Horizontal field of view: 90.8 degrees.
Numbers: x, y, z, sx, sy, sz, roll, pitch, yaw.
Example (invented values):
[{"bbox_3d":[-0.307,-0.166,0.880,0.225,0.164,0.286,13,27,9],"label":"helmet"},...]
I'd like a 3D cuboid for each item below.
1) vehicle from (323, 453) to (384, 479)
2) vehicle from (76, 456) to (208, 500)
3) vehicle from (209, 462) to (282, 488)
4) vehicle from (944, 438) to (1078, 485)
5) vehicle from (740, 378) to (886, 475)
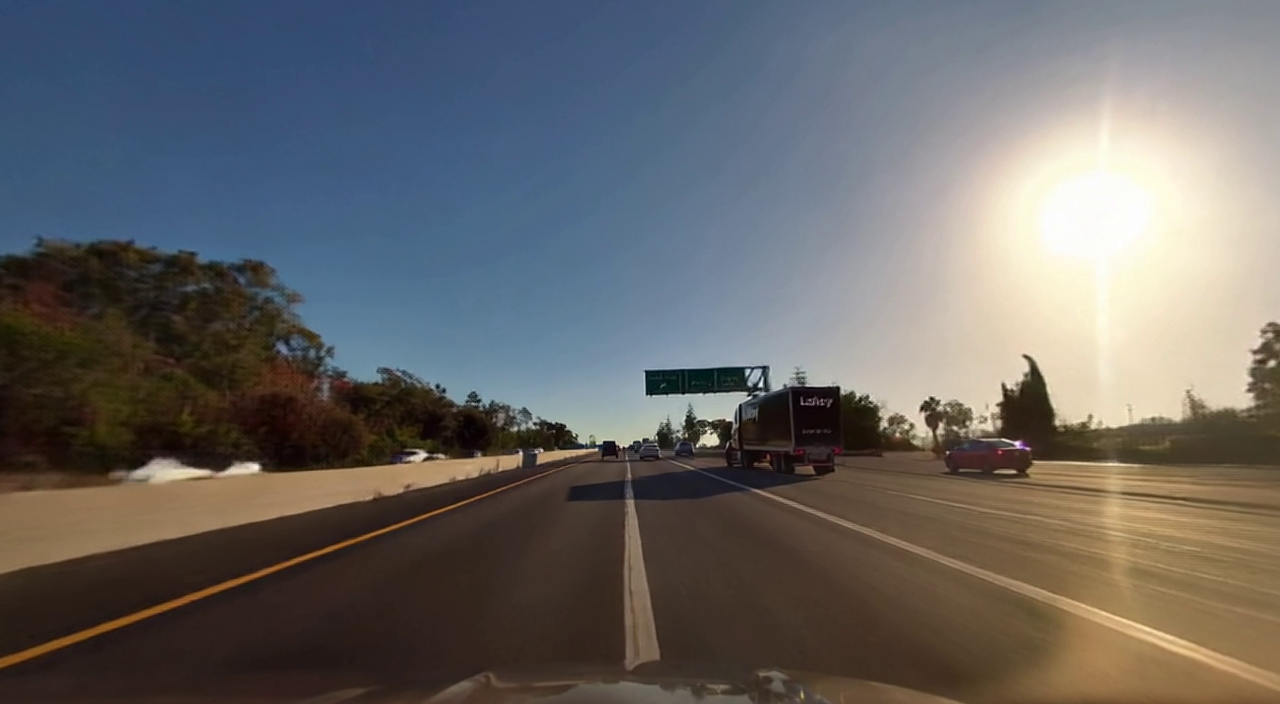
[{"bbox_3d":[-18.296,7.269,40.581,1.910,1.525,4.501,0,-9,-1],"label":"vehicle"},{"bbox_3d":[-21.798,5.512,27.992,1.946,1.654,4.809,0,-9,0],"label":"vehicle"},{"bbox_3d":[-25.267,7.854,40.654,1.834,1.461,4.487,0,-9,-1],"label":"vehicle"},{"bbox_3d":[12.674,3.755,21.979,1.862,1.462,4.459,0,-9,-2],"label":"vehicle"},{"bbox_3d":[8.686,4.393,35.201,2.892,4.128,16.495,0,-9,-2],"label":"vehicle"}]
